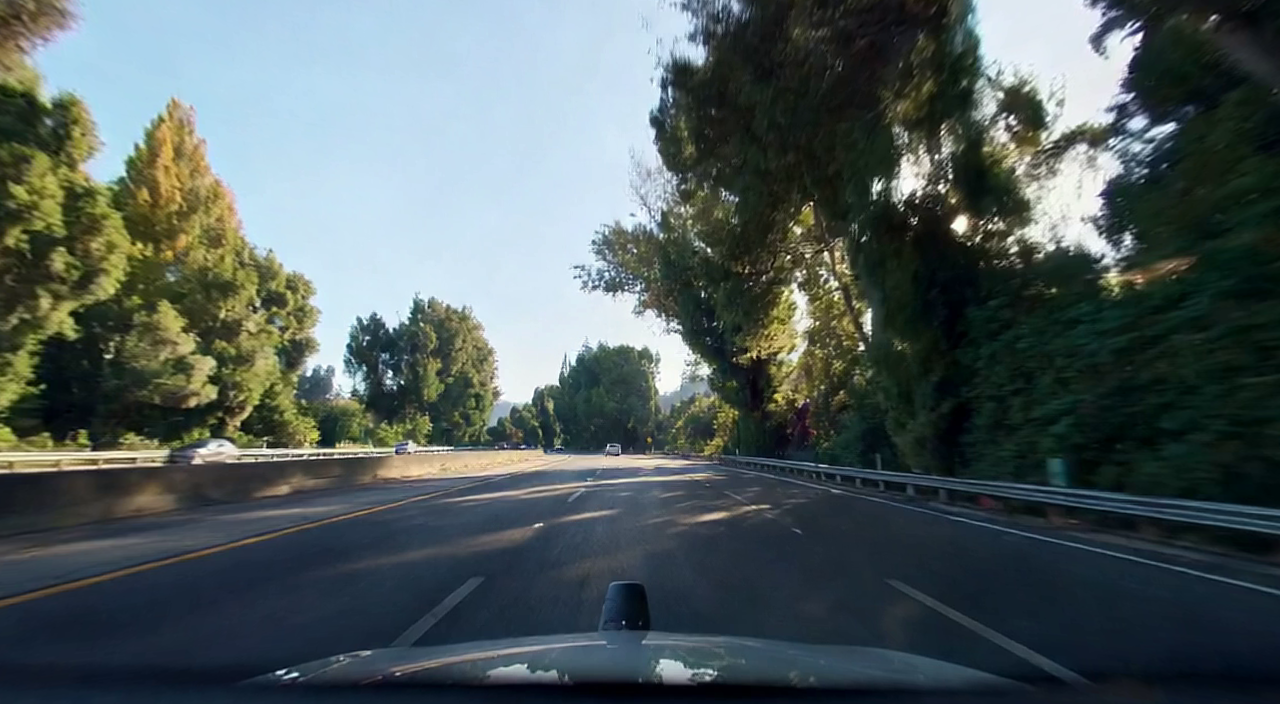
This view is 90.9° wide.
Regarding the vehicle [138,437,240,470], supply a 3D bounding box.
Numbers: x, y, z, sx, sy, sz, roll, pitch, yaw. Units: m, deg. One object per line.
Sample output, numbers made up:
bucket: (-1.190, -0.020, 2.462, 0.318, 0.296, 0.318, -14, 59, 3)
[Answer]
vehicle: (-21.879, 4.931, 30.778, 1.861, 1.491, 4.260, 0, -9, -1)
